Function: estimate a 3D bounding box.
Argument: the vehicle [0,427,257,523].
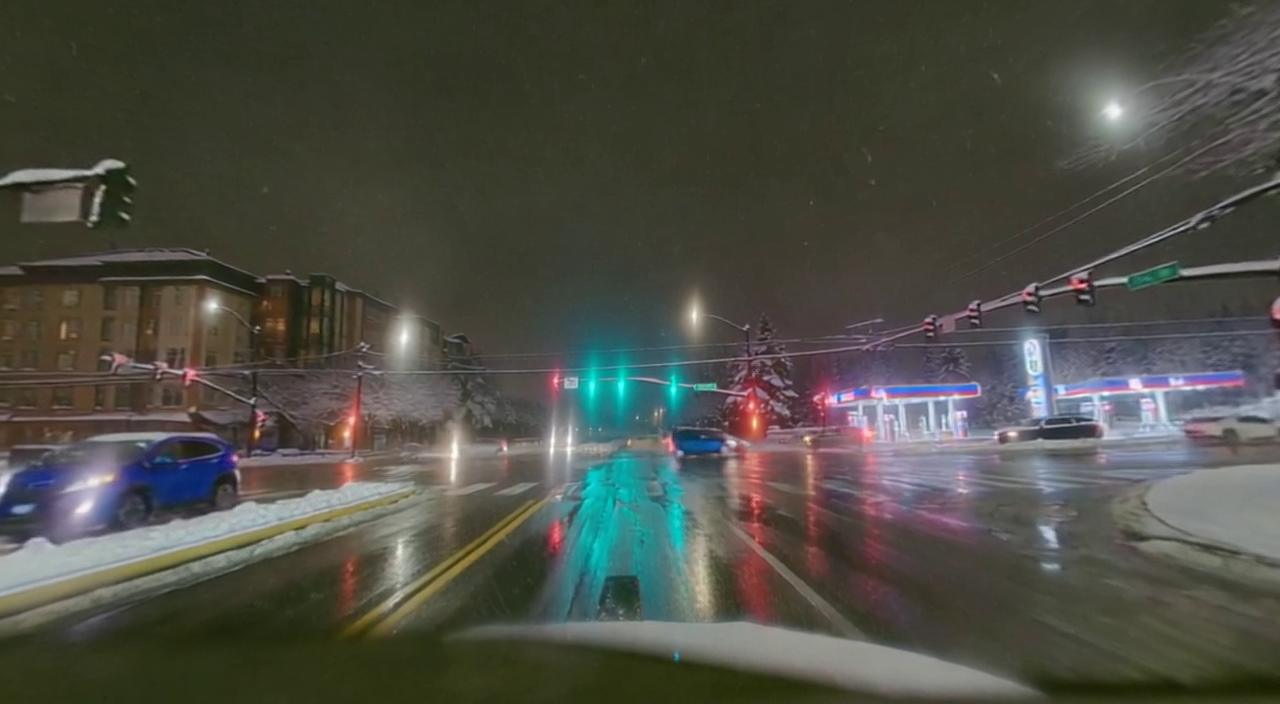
[{"bbox_3d":[-9.858,2.238,12.116,1.899,1.460,4.880,0,-8,0],"label":"vehicle"}]

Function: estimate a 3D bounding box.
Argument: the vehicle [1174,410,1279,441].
[{"bbox_3d":[28.784,3.551,30.104,4.647,1.428,1.825,-1,-8,4],"label":"vehicle"}]

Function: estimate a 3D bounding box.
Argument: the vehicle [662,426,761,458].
[{"bbox_3d":[3.581,4.595,31.983,4.775,1.466,1.850,-2,-8,4],"label":"vehicle"}]

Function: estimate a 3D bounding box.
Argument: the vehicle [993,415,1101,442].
[{"bbox_3d":[22.879,4.332,35.512,4.696,1.483,1.898,-1,-8,2],"label":"vehicle"}]

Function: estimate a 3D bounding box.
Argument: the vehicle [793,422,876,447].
[{"bbox_3d":[15.020,6.419,48.899,5.789,1.893,2.169,-1,-8,4],"label":"vehicle"}]
